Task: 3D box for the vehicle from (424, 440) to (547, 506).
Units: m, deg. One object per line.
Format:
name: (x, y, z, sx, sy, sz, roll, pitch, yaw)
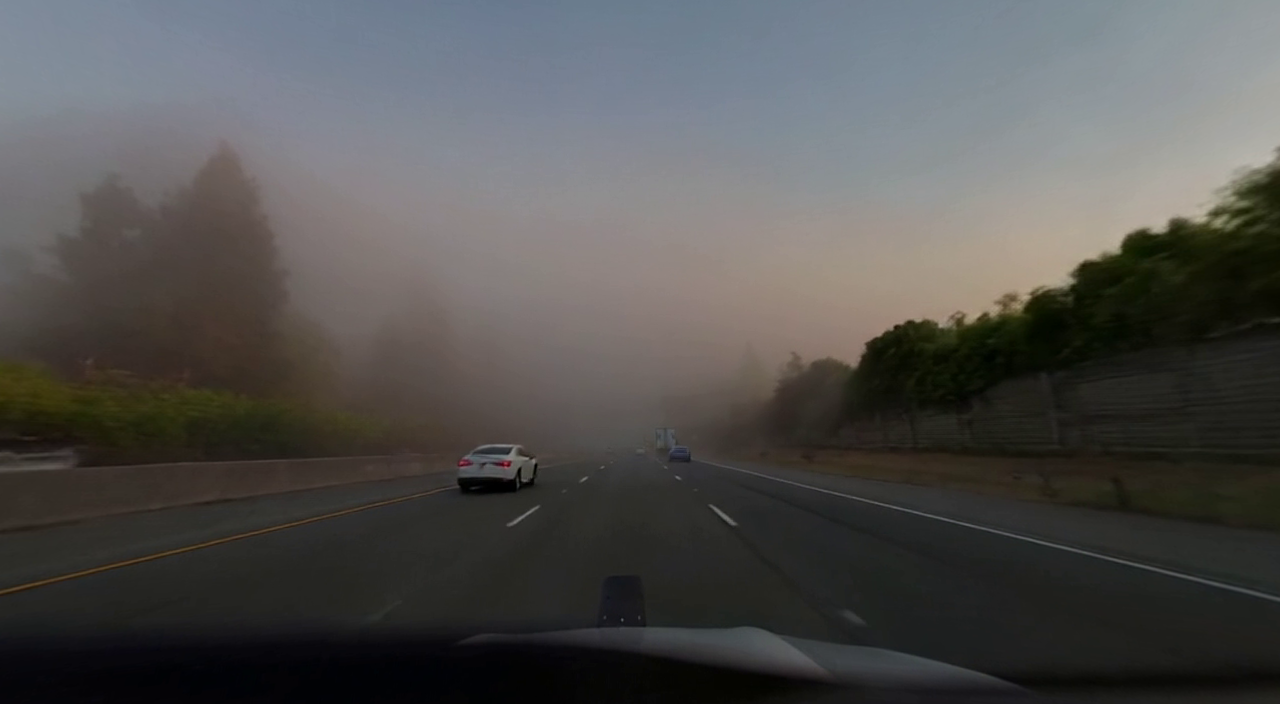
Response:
vehicle: (-4.120, 3.318, 17.880, 2.129, 1.559, 5.272, 0, -9, 1)
